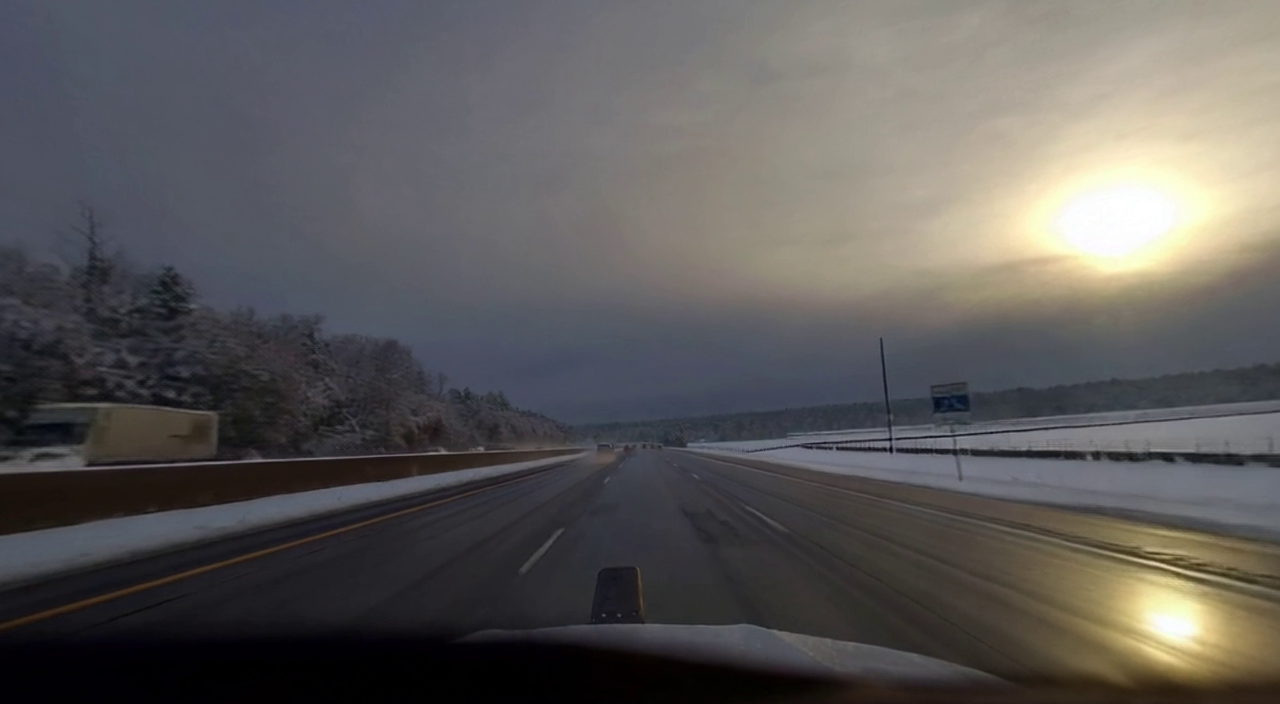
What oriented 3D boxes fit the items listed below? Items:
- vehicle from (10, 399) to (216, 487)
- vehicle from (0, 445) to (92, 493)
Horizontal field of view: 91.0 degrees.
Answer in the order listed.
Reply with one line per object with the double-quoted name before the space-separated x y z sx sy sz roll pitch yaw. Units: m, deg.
"vehicle" -28.567 5.081 35.105 3.036 4.207 9.501 0 -9 1
"vehicle" -24.506 4.508 24.531 1.969 1.731 4.753 0 -9 1
